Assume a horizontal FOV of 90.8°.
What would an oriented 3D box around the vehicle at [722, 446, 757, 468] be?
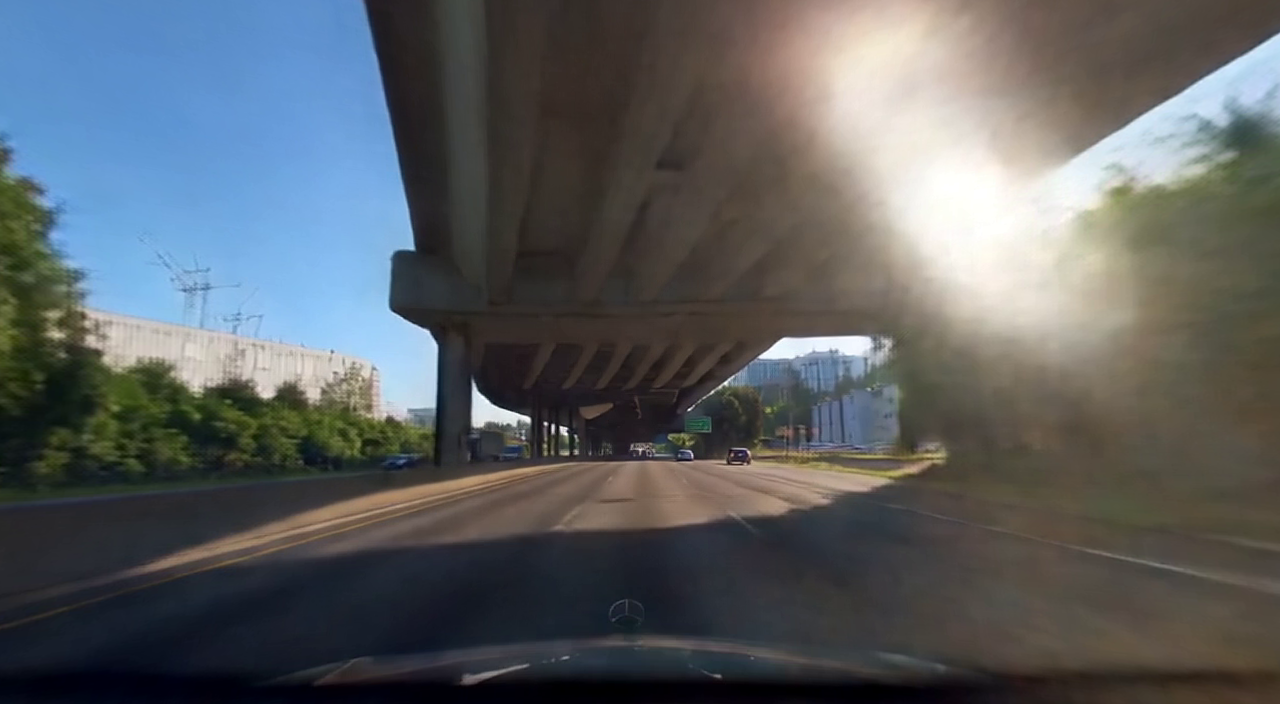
[{"bbox_3d":[7.221,7.653,46.236,1.923,1.516,3.815,0,-9,0],"label":"vehicle"}]
